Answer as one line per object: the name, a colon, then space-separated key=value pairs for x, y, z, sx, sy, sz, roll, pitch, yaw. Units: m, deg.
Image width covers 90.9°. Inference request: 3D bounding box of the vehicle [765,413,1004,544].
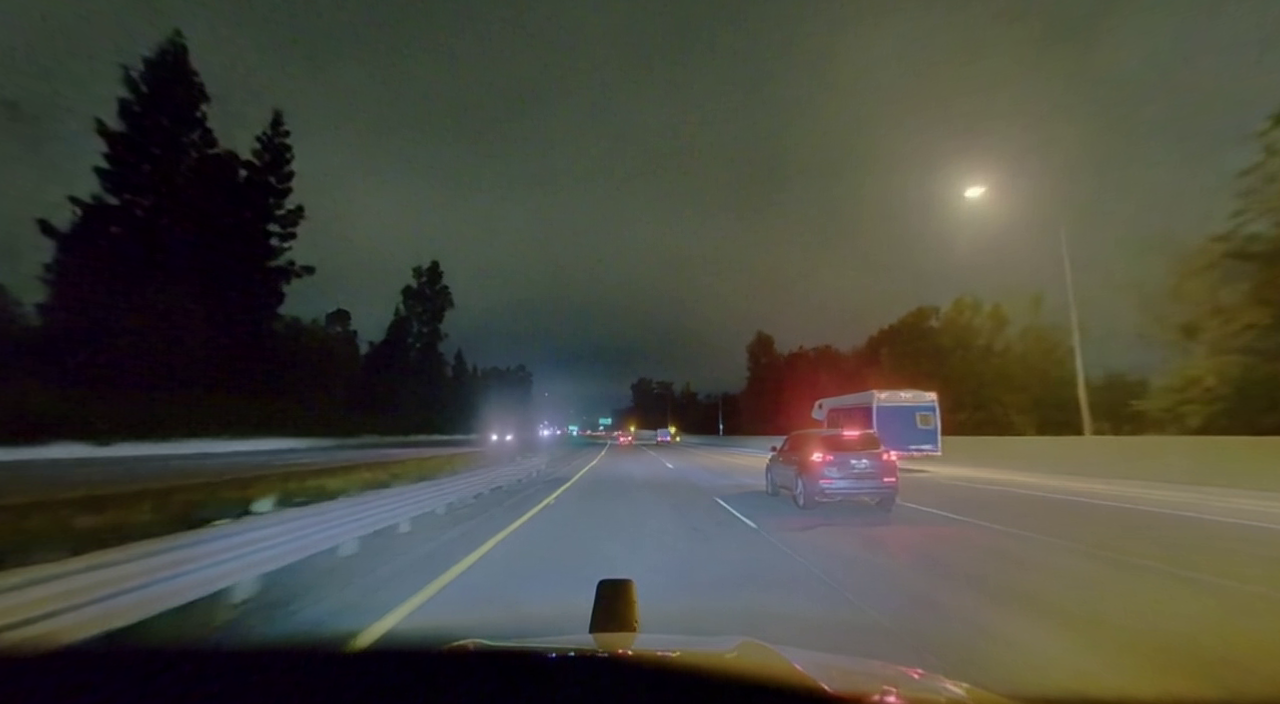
vehicle: x=3.341 y=1.781 z=9.586 sx=2.002 sy=1.569 sz=3.845 roll=0 pitch=-8 yaw=-1
